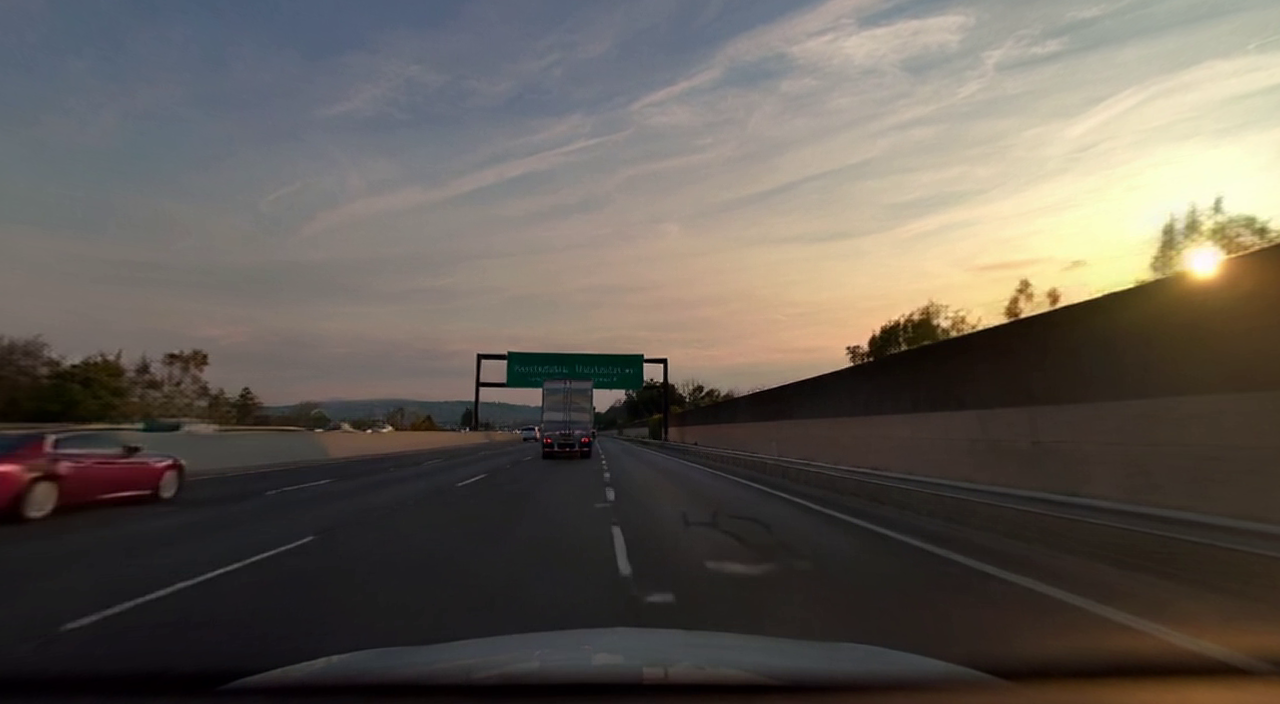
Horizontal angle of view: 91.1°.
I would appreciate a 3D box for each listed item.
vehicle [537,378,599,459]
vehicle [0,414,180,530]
[{"bbox_3d":[-4.015,4.140,37.452,3.002,3.987,12.477,1,-8,-4],"label":"vehicle"},{"bbox_3d":[-9.628,1.724,9.310,2.138,1.531,4.864,0,-8,-3],"label":"vehicle"}]
